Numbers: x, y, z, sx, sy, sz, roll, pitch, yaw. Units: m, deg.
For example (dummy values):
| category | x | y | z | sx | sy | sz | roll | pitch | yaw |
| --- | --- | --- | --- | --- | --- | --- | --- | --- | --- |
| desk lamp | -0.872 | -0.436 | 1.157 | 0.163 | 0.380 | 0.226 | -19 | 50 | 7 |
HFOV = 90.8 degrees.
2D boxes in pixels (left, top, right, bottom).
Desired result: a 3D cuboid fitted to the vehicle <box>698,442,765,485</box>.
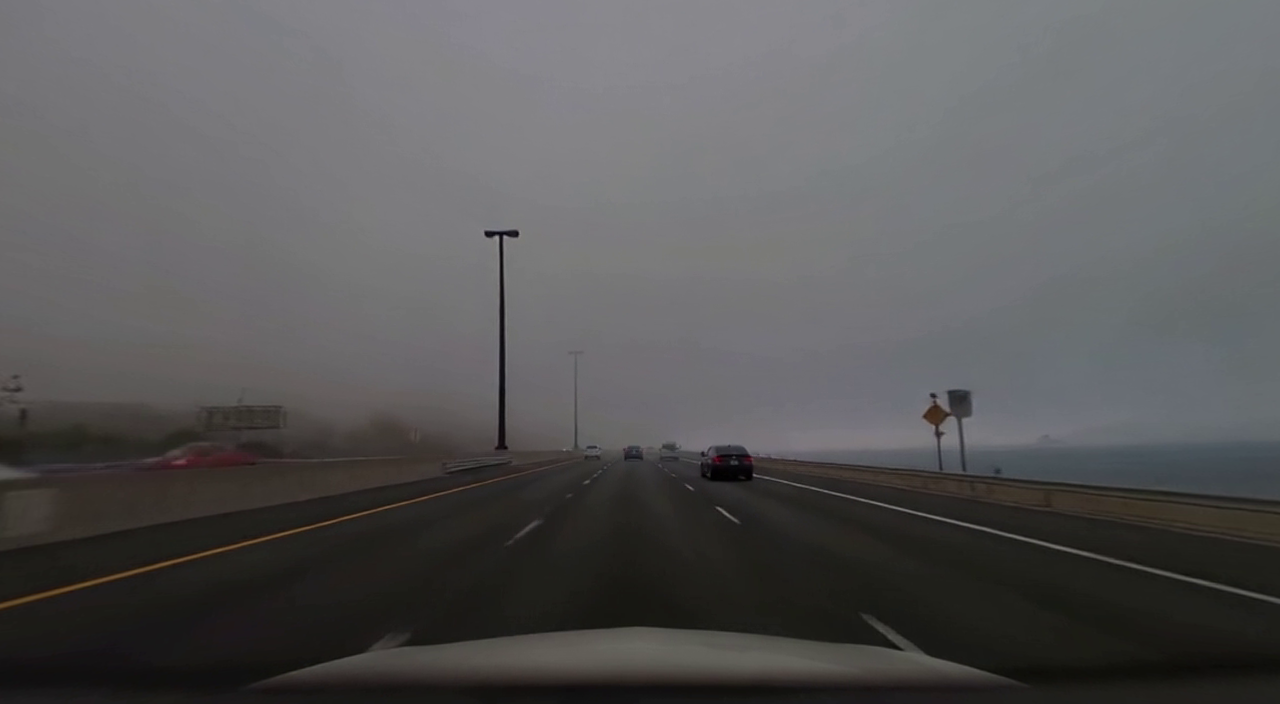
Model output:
| category | x | y | z | sx | sy | sz | roll | pitch | yaw |
| --- | --- | --- | --- | --- | --- | --- | --- | --- | --- |
| vehicle | 3.445 | 4.276 | 24.595 | 1.890 | 1.490 | 4.373 | 0 | -8 | -1 |
